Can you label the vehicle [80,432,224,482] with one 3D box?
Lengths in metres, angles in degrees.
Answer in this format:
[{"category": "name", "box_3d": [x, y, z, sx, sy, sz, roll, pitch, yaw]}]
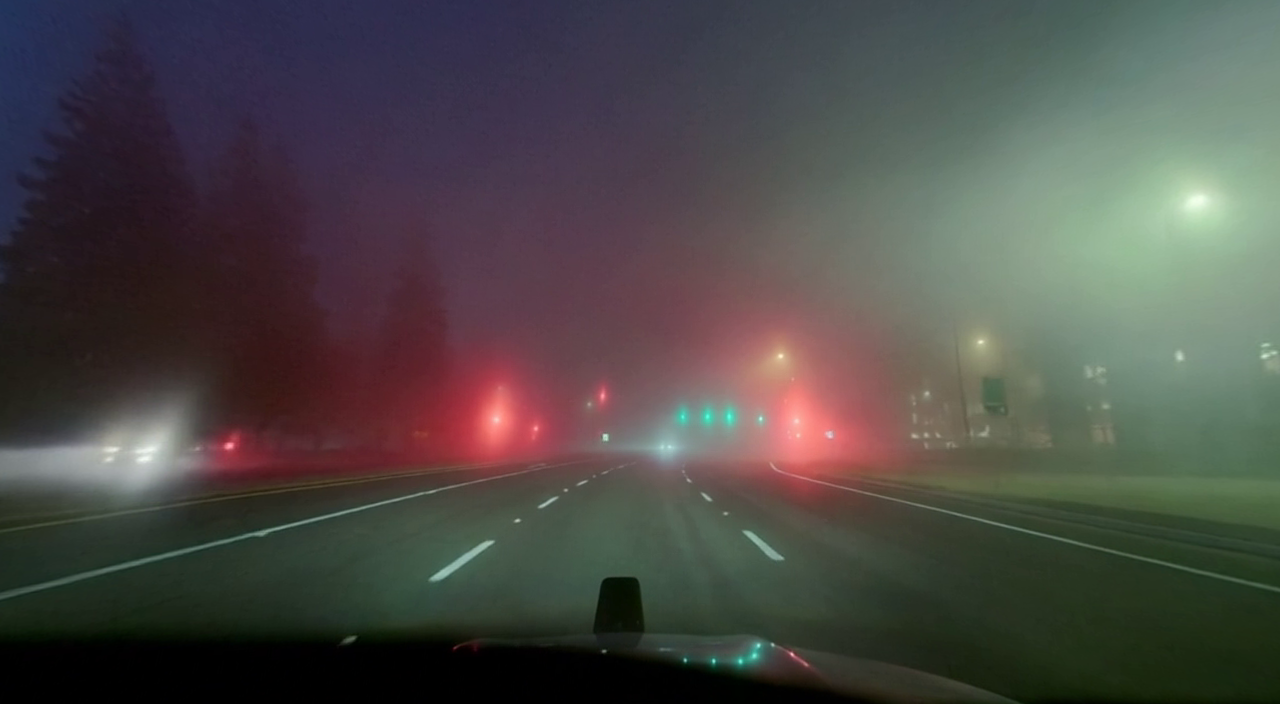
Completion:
[{"category": "vehicle", "box_3d": [-18.969, 4.096, 24.883, 1.974, 1.778, 4.391, -1, -8, 3]}]
